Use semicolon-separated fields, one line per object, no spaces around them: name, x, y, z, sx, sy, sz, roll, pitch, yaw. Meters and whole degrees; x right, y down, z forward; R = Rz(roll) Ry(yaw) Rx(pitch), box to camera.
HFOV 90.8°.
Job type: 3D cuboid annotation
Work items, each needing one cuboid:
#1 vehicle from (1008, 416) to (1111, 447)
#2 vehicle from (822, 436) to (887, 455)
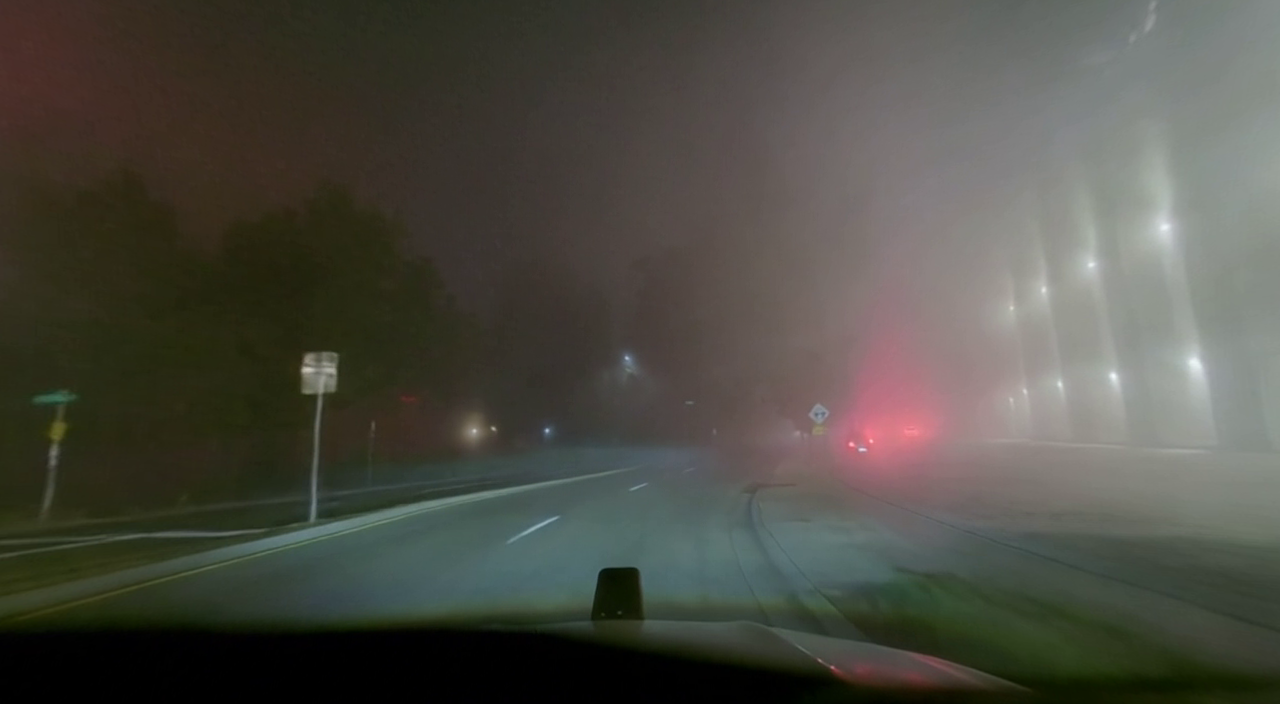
vehicle;25.775;4.947;38.914;4.871;1.757;2.014;-9;-12;44
vehicle;15.980;6.949;47.047;4.218;1.385;1.830;2;-9;-16
